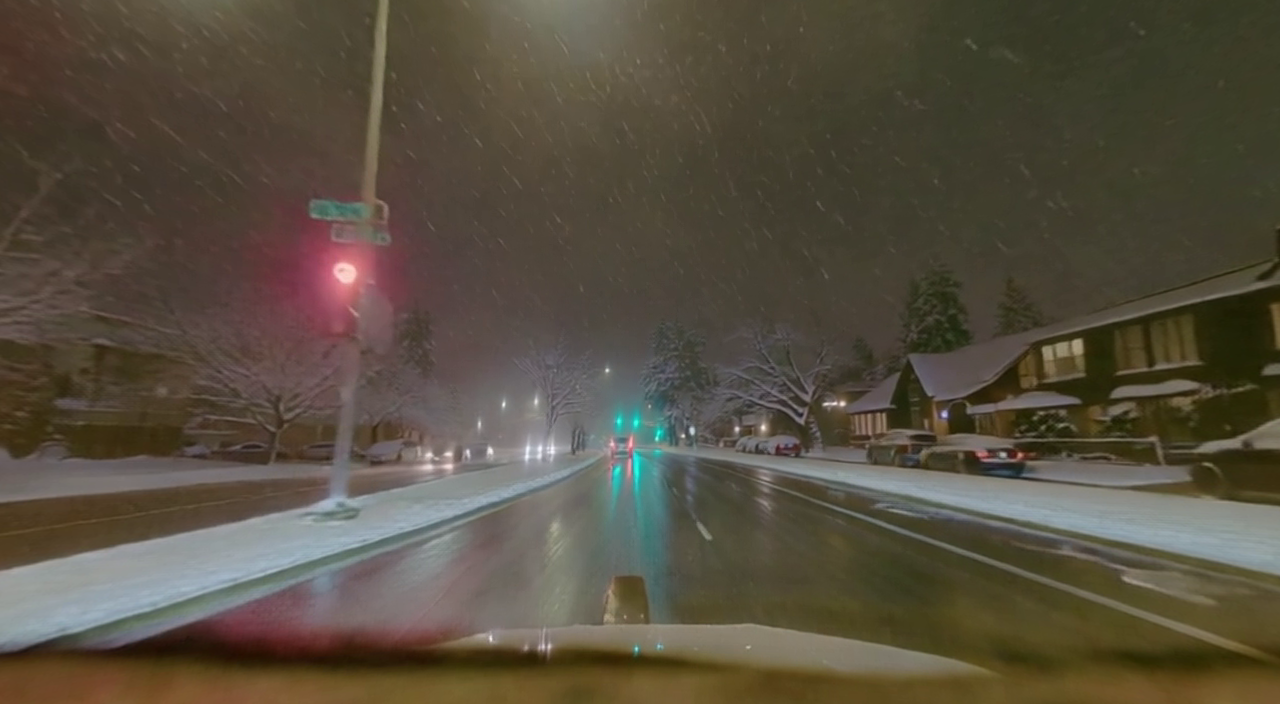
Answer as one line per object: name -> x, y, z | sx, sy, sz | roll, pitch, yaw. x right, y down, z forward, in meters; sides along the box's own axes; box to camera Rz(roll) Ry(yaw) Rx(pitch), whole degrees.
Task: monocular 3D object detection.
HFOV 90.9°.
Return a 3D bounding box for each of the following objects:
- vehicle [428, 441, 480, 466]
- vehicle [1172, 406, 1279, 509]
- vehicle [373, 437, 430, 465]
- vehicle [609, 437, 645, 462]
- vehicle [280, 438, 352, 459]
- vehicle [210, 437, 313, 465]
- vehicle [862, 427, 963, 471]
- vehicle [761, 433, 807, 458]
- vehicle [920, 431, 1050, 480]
vehicle -> -11.508, 6.275, 39.313 | 1.910, 1.431, 4.426 | 0, -8, -1
vehicle -> 11.844, 1.716, 10.246 | 2.226, 1.720, 4.708 | 0, -8, -1
vehicle -> -15.540, 6.456, 41.324 | 2.042, 1.748, 4.584 | 0, -8, -1
vehicle -> -0.837, 5.979, 38.818 | 2.113, 1.462, 4.203 | 0, -8, -2
vehicle -> -23.780, 7.089, 46.428 | 4.184, 1.528, 1.990 | 1, -8, -3
vehicle -> -21.163, 5.561, 35.348 | 4.547, 1.484, 1.914 | -1, -8, 0
vehicle -> 11.435, 4.107, 26.924 | 2.156, 1.689, 4.774 | 0, -8, 0
vehicle -> 10.934, 7.145, 48.222 | 2.147, 1.767, 5.125 | 0, -8, -2
vehicle -> 11.553, 3.482, 21.517 | 1.838, 1.443, 4.563 | 0, -8, 0
